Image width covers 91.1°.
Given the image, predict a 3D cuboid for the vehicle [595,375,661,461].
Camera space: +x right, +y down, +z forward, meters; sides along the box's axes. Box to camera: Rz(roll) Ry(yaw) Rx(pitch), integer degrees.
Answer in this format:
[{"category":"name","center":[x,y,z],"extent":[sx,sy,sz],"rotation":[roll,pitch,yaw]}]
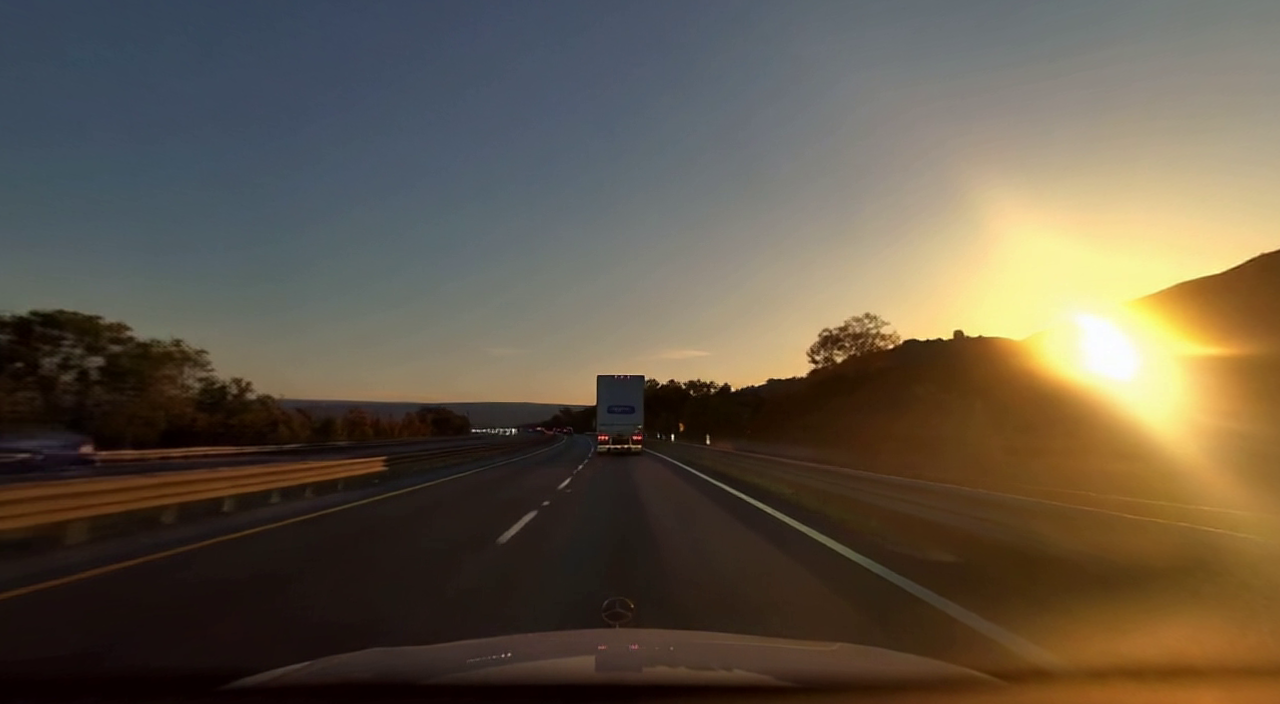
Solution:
[{"category":"vehicle","center":[-0.751,3.760,34.422],"extent":[3.023,3.965,10.402],"rotation":[0,-8,-2]}]
